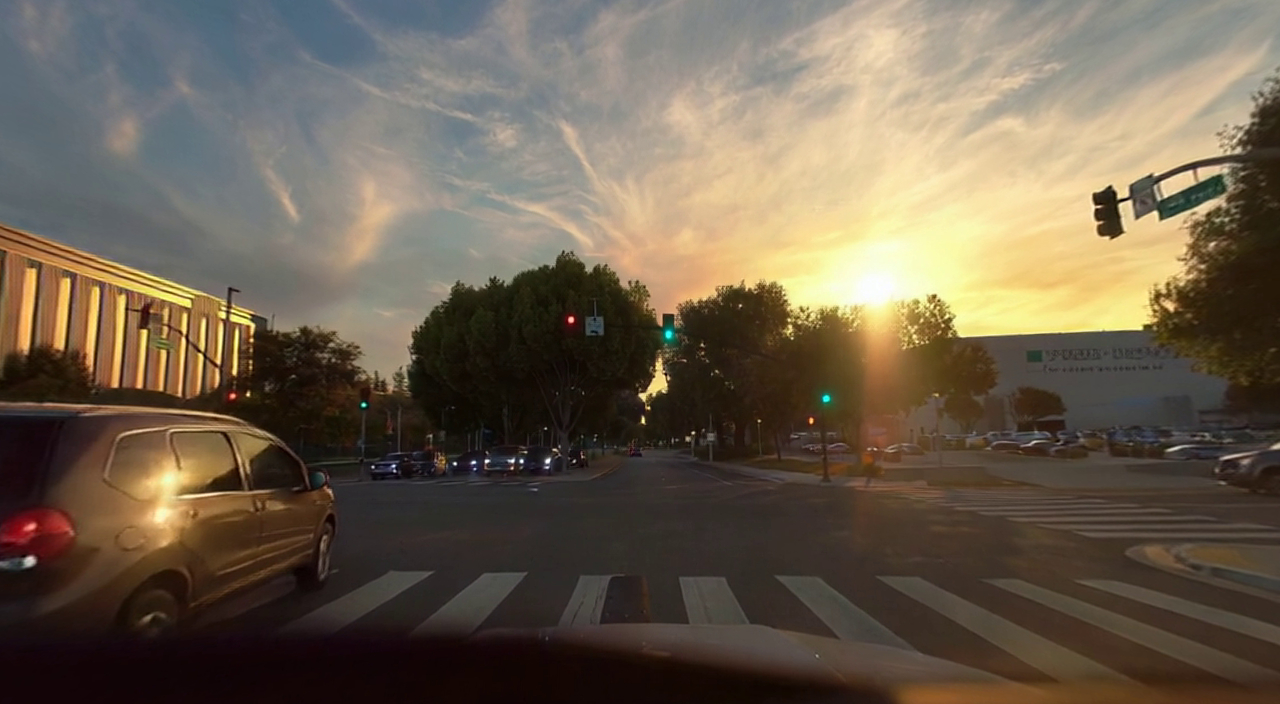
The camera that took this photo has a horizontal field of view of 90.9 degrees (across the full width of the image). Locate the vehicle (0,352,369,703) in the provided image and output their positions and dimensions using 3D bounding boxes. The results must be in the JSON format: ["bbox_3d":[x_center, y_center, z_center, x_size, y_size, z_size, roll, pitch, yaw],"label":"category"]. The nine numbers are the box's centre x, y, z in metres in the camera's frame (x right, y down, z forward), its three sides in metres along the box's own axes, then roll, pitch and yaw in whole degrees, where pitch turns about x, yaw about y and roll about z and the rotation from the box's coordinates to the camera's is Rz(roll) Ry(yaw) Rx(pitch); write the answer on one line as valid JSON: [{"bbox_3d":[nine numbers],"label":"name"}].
[{"bbox_3d":[-3.884,1.207,4.874,2.000,1.789,4.638,1,-8,-7],"label":"vehicle"}]

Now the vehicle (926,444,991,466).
[{"bbox_3d":[21.476,6.959,42.512,3.576,1.425,1.702,2,-9,-12],"label":"vehicle"}]

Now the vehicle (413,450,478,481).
[{"bbox_3d":[-10.633,6.202,34.854,2.041,1.548,4.868,0,-8,0],"label":"vehicle"}]

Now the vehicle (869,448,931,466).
[{"bbox_3d":[20.503,8.253,49.768,4.120,1.340,1.654,-1,-8,4],"label":"vehicle"}]

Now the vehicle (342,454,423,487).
[{"bbox_3d":[-13.126,6.045,32.484,2.011,1.480,4.747,0,-8,3],"label":"vehicle"}]

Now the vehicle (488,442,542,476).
[{"bbox_3d":[-7.163,6.158,36.618,2.081,1.818,4.782,0,-8,1],"label":"vehicle"}]

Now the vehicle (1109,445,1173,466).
[{"bbox_3d":[38.485,7.943,48.573,1.837,1.514,4.786,-2,-9,13],"label":"vehicle"}]
